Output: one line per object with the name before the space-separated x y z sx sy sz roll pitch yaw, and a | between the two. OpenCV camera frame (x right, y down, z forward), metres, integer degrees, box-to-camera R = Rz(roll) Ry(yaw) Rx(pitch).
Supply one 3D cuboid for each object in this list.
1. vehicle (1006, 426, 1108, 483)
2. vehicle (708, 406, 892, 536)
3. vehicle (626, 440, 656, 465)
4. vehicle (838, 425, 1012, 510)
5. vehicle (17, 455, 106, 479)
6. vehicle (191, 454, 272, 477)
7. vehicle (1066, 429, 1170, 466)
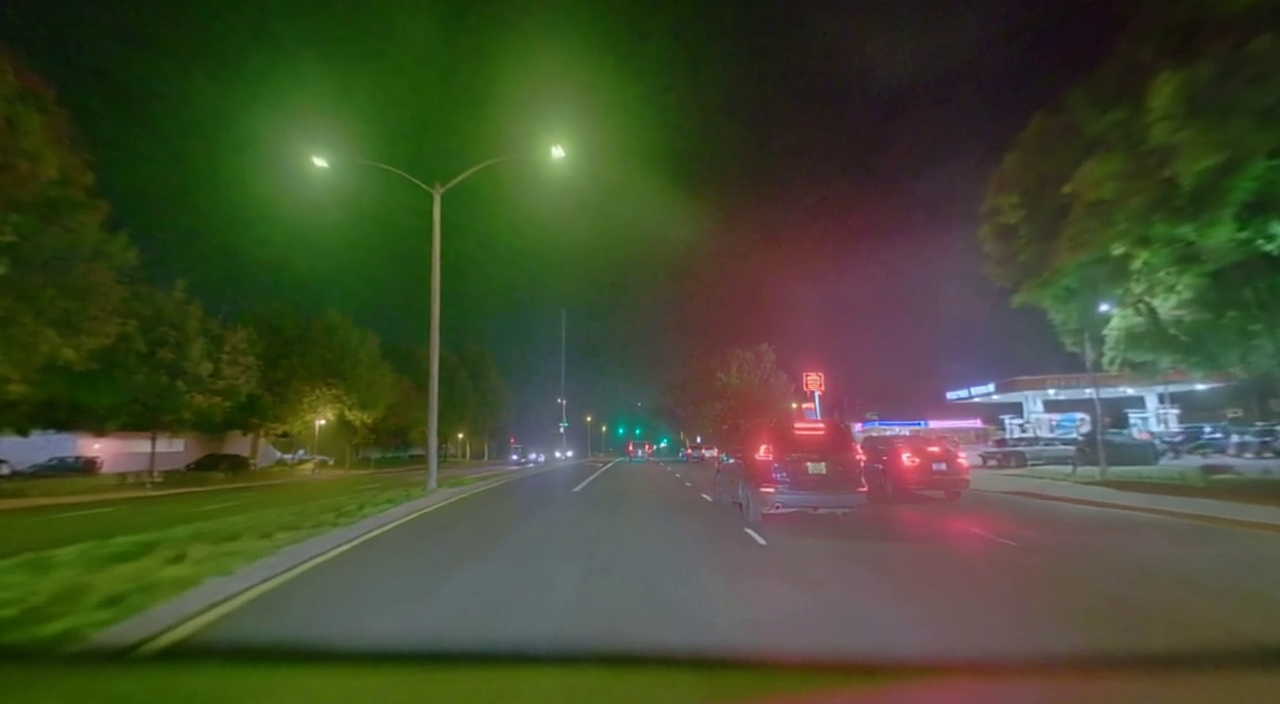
vehicle | 15.701 3.812 23.680 4.816 1.882 2.059 8 -12 -44
vehicle | 2.670 2.145 11.977 2.038 1.917 4.900 0 -8 -2
vehicle | 0.046 7.143 45.026 2.101 1.707 3.904 0 -8 -1
vehicle | 6.756 2.783 15.707 2.025 1.765 4.729 0 -8 -1
vehicle | -40.719 8.078 44.491 4.479 1.563 1.966 -1 -9 5
vehicle | -29.109 8.077 45.067 4.435 1.507 1.926 0 -8 1
vehicle | 24.015 4.847 31.972 1.911 1.714 4.237 0 -9 0
